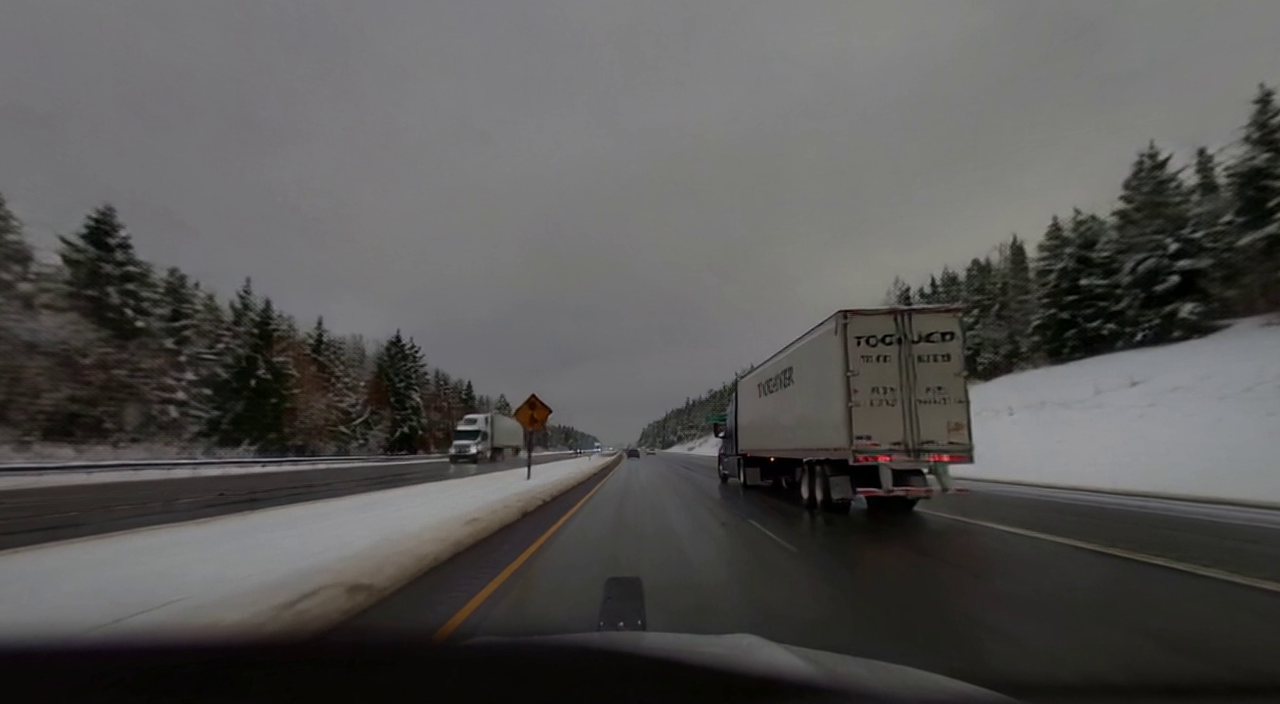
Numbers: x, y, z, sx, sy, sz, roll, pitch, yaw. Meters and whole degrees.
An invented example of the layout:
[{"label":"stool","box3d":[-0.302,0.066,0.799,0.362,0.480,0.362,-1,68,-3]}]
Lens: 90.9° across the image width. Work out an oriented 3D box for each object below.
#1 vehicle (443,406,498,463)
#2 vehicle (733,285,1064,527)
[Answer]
[{"label":"vehicle","box3d":[-12.802,6.275,47.847,3.266,4.192,2.746,0,-9,-1]},{"label":"vehicle","box3d":[5.300,1.947,17.673,2.983,4.030,14.444,0,-9,-1]}]
